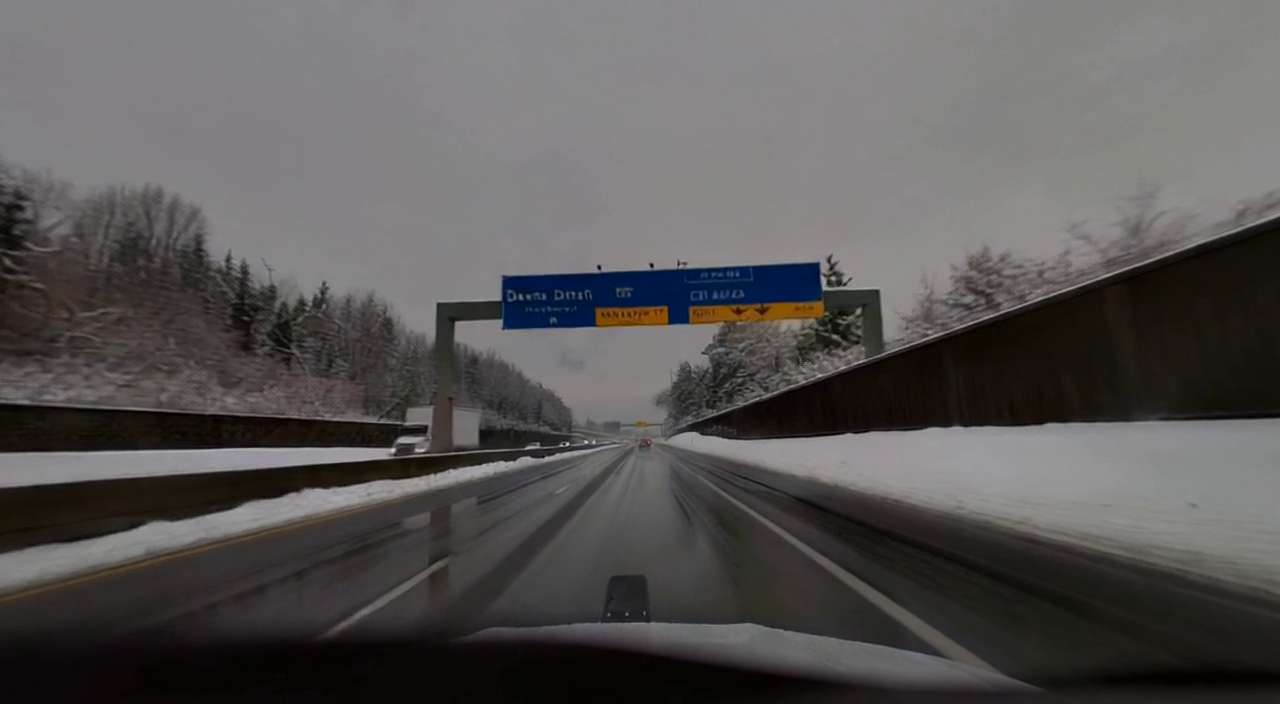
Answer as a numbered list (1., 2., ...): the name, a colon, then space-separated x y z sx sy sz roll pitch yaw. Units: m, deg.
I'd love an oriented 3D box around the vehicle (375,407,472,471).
1. vehicle: -14.480 5.997 43.215 2.975 3.820 9.856 0 -8 1
